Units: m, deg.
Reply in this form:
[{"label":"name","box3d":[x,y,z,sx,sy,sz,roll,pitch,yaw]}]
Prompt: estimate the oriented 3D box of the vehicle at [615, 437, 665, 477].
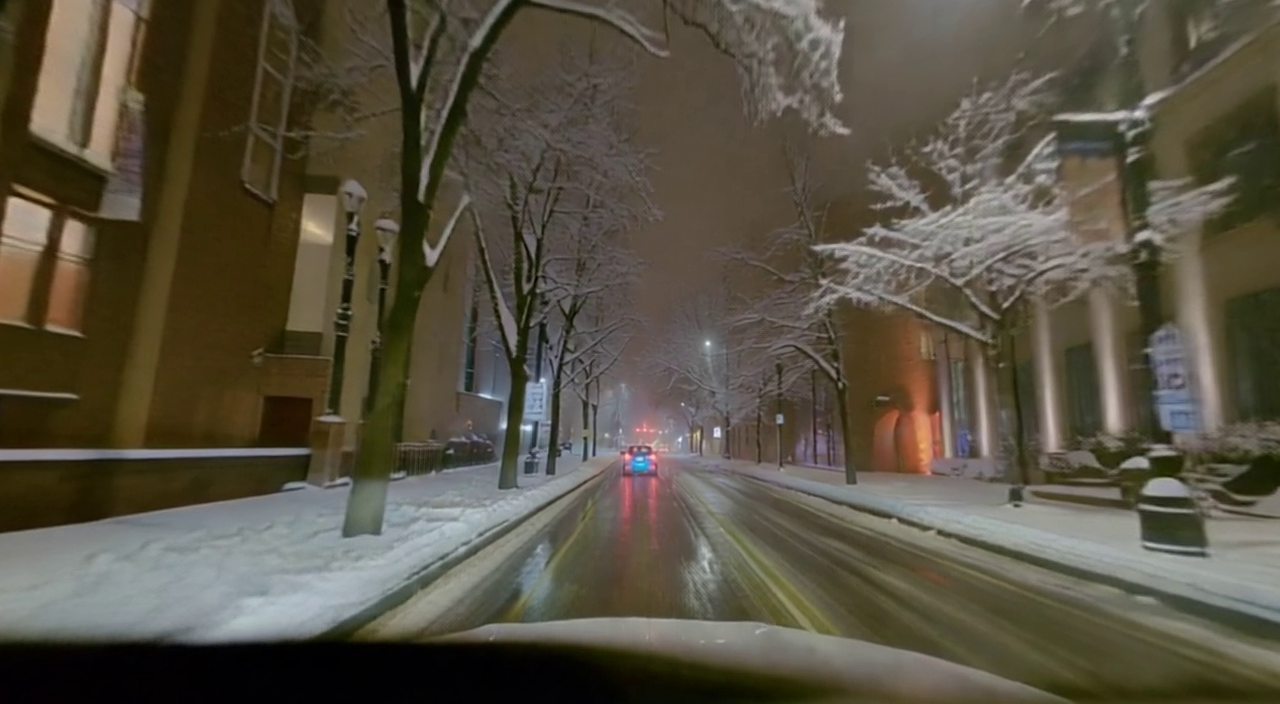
[{"label":"vehicle","box3d":[-0.031,4.679,28.265,2.079,1.621,3.861,0,-9,-1]}]
